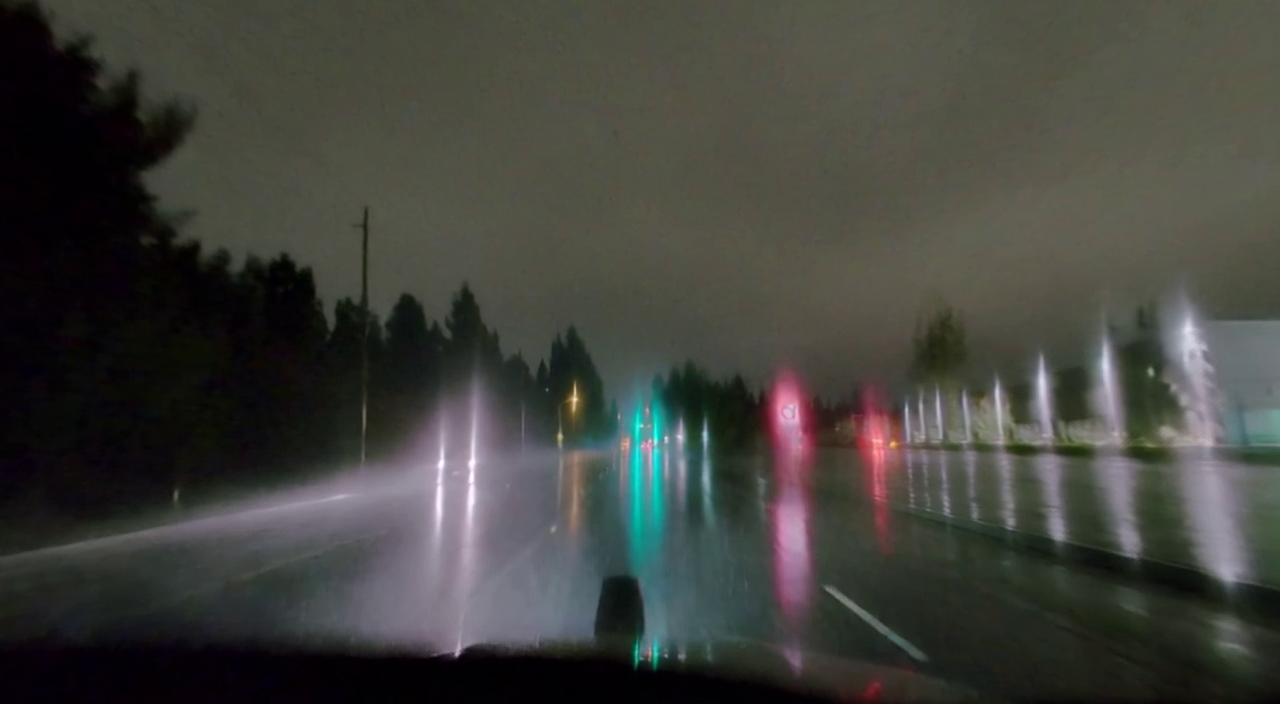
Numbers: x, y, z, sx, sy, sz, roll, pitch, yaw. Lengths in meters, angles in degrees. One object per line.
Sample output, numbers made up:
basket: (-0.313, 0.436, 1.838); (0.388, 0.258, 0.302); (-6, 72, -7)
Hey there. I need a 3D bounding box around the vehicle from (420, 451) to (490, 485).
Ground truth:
vehicle: (-8.930, 5.627, 30.955); (2.011, 1.482, 4.671); (0, -8, 0)
